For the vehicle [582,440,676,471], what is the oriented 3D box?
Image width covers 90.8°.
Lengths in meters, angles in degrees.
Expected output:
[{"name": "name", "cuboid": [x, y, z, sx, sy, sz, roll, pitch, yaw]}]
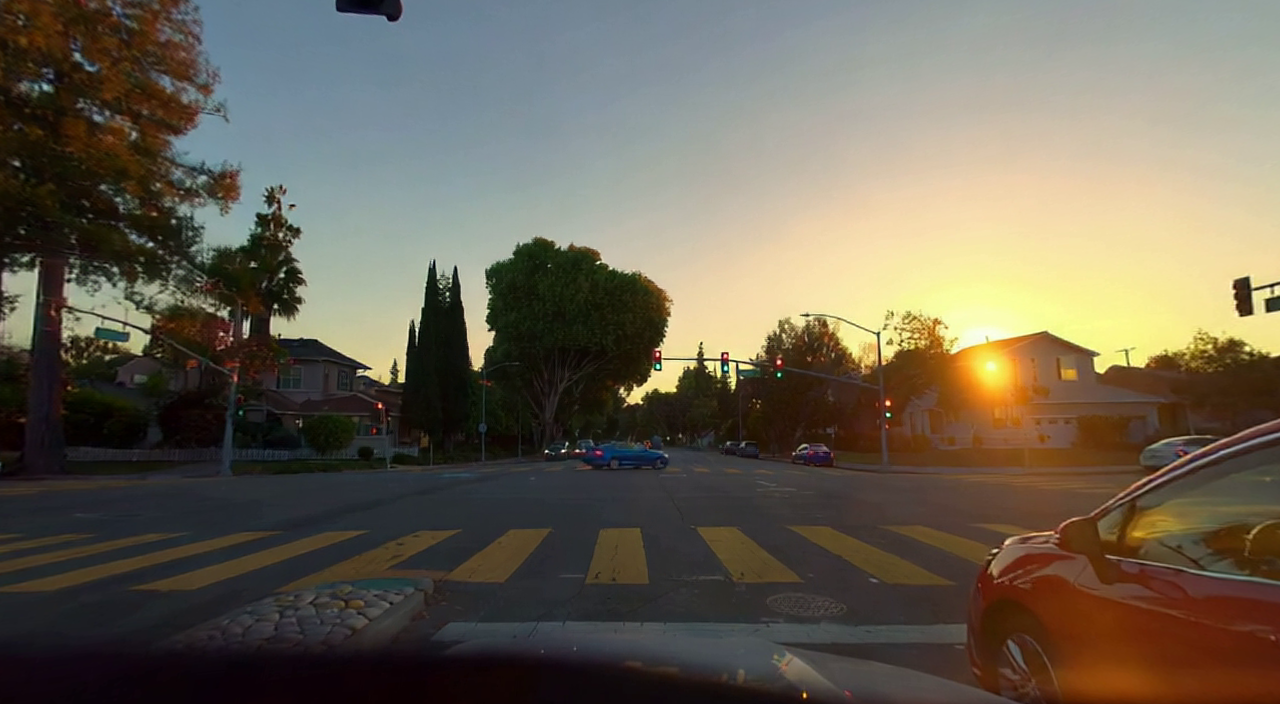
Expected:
[{"name": "vehicle", "cuboid": [-0.512, 5.468, 33.647, 2.104, 1.518, 4.999, -8, -12, 43]}]

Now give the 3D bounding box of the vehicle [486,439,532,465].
[{"name": "vehicle", "cuboid": [-8.951, 6.861, 43.622, 2.028, 1.654, 5.027, 0, -9, 1]}]

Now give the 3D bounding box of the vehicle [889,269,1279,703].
[{"name": "vehicle", "cuboid": [2.705, 0.706, 1.712, 2.085, 1.800, 4.908, 0, -9, 1]}]

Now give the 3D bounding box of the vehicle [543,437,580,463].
[{"name": "vehicle", "cuboid": [-5.531, 6.980, 44.985, 2.091, 1.707, 4.157, 0, -9, 0]}]
